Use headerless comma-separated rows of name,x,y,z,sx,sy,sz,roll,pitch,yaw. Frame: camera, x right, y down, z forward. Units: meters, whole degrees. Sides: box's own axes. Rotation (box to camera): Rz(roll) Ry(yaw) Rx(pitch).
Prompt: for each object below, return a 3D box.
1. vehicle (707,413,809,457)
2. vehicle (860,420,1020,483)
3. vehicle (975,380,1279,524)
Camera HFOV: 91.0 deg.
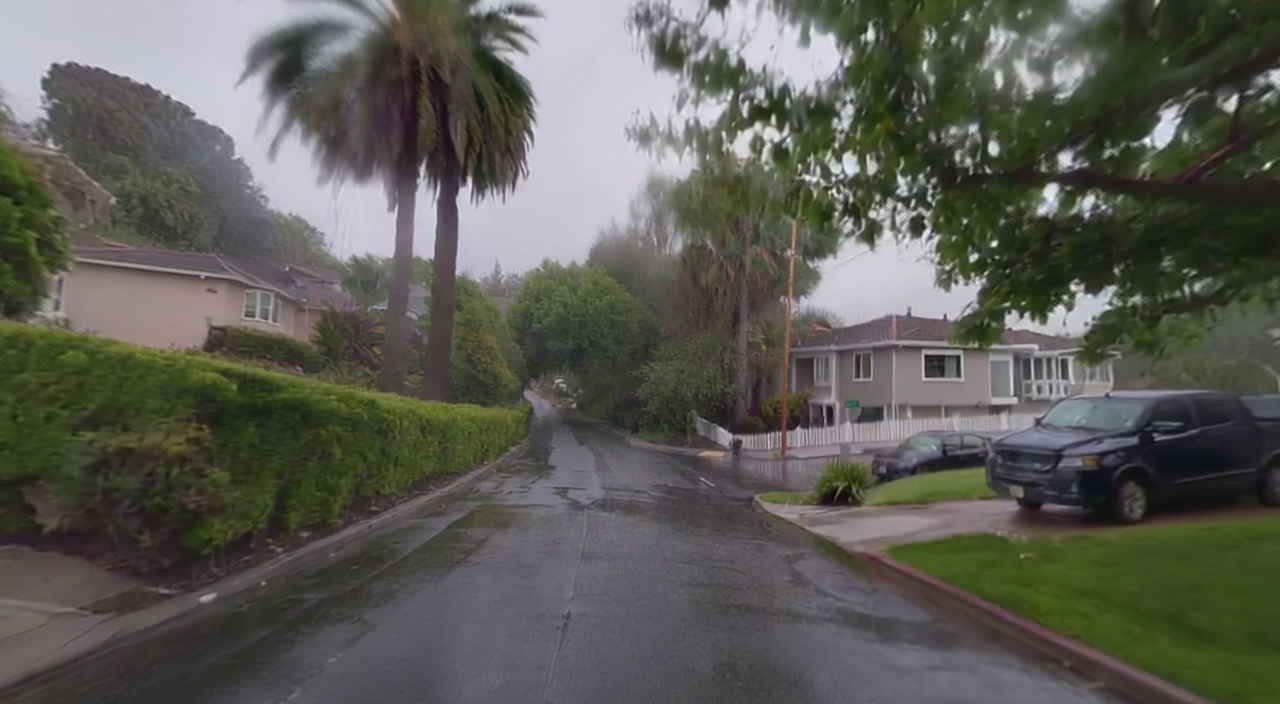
vehicle,6.935,4.897,36.668,5.663,1.913,2.170,10,-14,-26
vehicle,10.174,3.360,21.452,4.443,1.948,2.230,2,-10,-17
vehicle,9.946,1.879,11.762,6.615,2.137,2.578,4,-9,-19
